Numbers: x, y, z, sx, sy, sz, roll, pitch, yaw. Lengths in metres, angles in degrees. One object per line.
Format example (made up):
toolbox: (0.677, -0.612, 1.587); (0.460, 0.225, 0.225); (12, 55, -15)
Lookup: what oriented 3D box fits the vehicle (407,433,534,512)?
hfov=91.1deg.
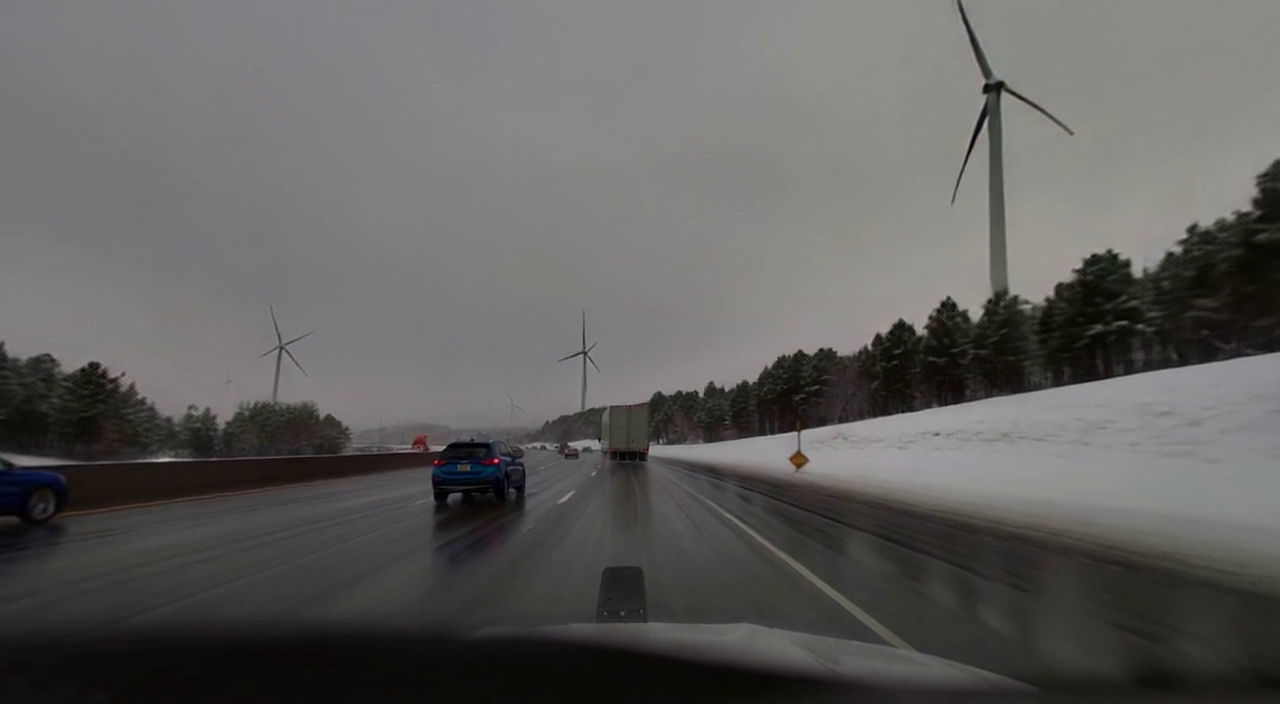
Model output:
vehicle: (-3.986, 2.882, 15.502); (2.109, 1.684, 3.783); (0, -8, 0)

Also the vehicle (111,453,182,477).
vehicle: (-33.460, 7.663, 42.704); (1.772, 1.429, 3.913); (0, -8, -3)
